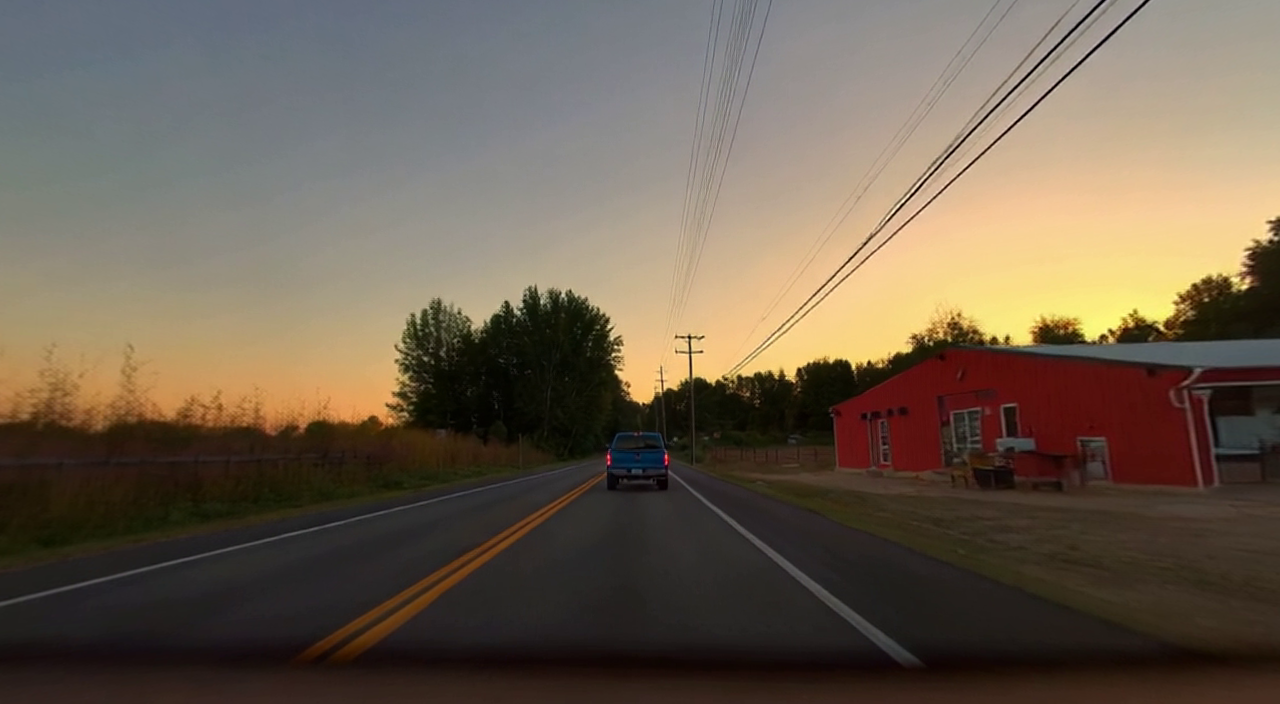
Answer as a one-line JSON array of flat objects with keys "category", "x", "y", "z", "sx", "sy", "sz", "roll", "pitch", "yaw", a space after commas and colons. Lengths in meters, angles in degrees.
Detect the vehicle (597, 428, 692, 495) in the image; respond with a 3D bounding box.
[{"category": "vehicle", "x": 0.103, "y": 3.945, "z": 23.228, "sx": 2.921, "sy": 2.031, "sz": 7.416, "roll": 0, "pitch": -9, "yaw": 0}]
